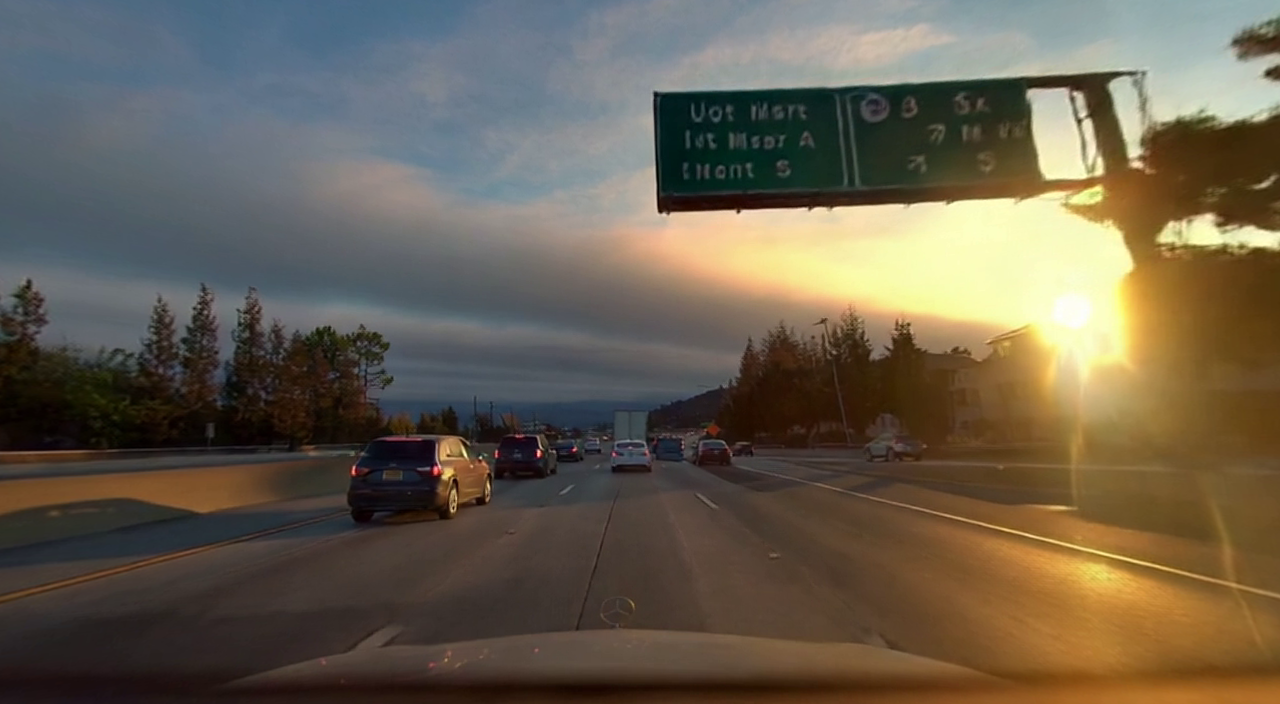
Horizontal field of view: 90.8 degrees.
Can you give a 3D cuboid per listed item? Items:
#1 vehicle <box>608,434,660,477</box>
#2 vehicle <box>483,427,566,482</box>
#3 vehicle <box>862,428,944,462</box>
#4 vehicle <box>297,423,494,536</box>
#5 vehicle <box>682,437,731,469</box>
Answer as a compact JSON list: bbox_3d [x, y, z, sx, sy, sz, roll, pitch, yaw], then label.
[{"bbox_3d":[-0.271,4.459,27.480,2.063,1.703,4.203,0,-9,-1],"label":"vehicle"},{"bbox_3d":[-4.468,4.081,25.405,2.301,1.944,5.482,0,-9,0],"label":"vehicle"},{"bbox_3d":[13.544,4.835,32.770,2.048,1.674,4.106,1,-9,-8],"label":"vehicle"},{"bbox_3d":[-4.138,2.223,11.547,1.988,1.668,4.021,0,-9,0],"label":"vehicle"},{"bbox_3d":[3.437,5.341,33.479,2.027,1.554,4.252,0,-9,-1],"label":"vehicle"}]
